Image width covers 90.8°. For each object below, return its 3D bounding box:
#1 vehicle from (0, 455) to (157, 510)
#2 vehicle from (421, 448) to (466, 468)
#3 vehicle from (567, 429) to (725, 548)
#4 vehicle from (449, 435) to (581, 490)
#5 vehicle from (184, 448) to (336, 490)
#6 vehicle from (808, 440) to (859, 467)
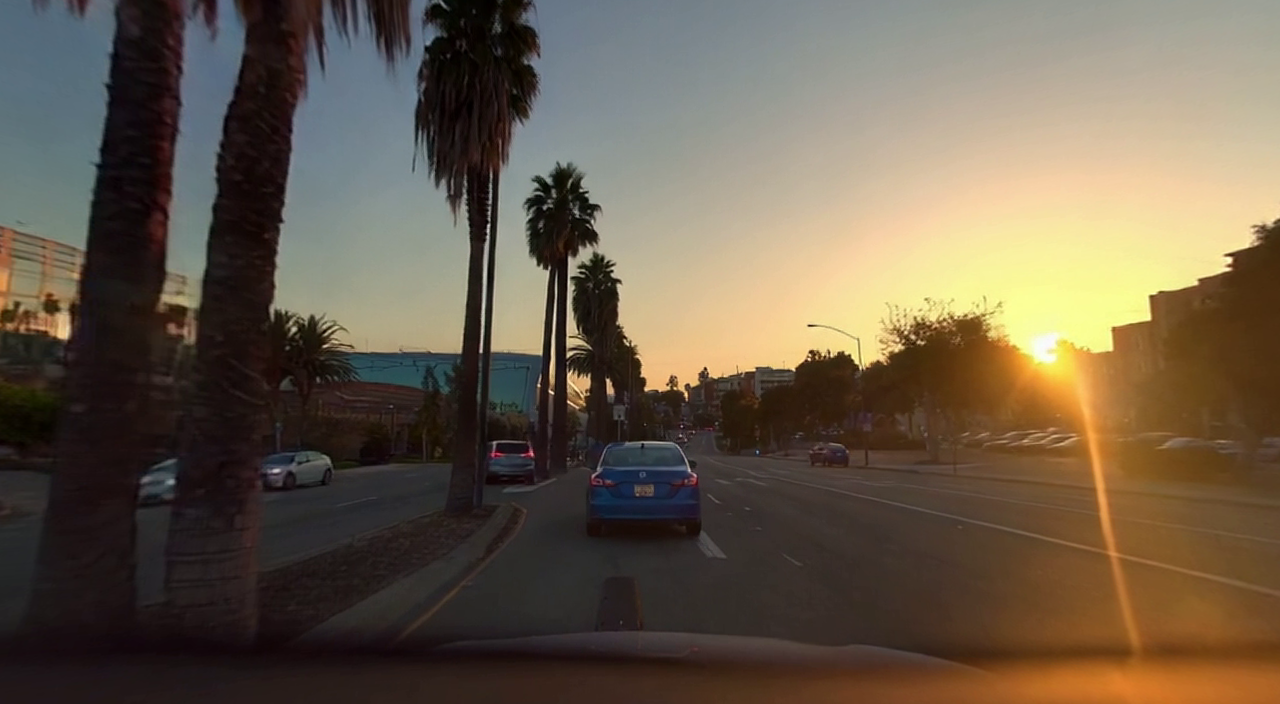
[{"bbox_3d":[-16.687,3.792,18.746,4.071,1.442,1.948,-4,-9,24],"label":"vehicle"},{"bbox_3d":[-15.254,8.225,49.328,2.099,1.464,4.615,0,-9,-1],"label":"vehicle"},{"bbox_3d":[-0.008,2.047,10.189,1.986,1.473,4.382,0,-9,-2],"label":"vehicle"},{"bbox_3d":[-4.112,3.499,20.367,2.095,1.552,4.457,8,-12,-43],"label":"vehicle"},{"bbox_3d":[-14.521,4.451,24.284,4.585,1.479,2.088,-1,-9,7],"label":"vehicle"},{"bbox_3d":[14.092,7.404,46.391,2.131,1.832,5.203,0,-9,1],"label":"vehicle"}]
